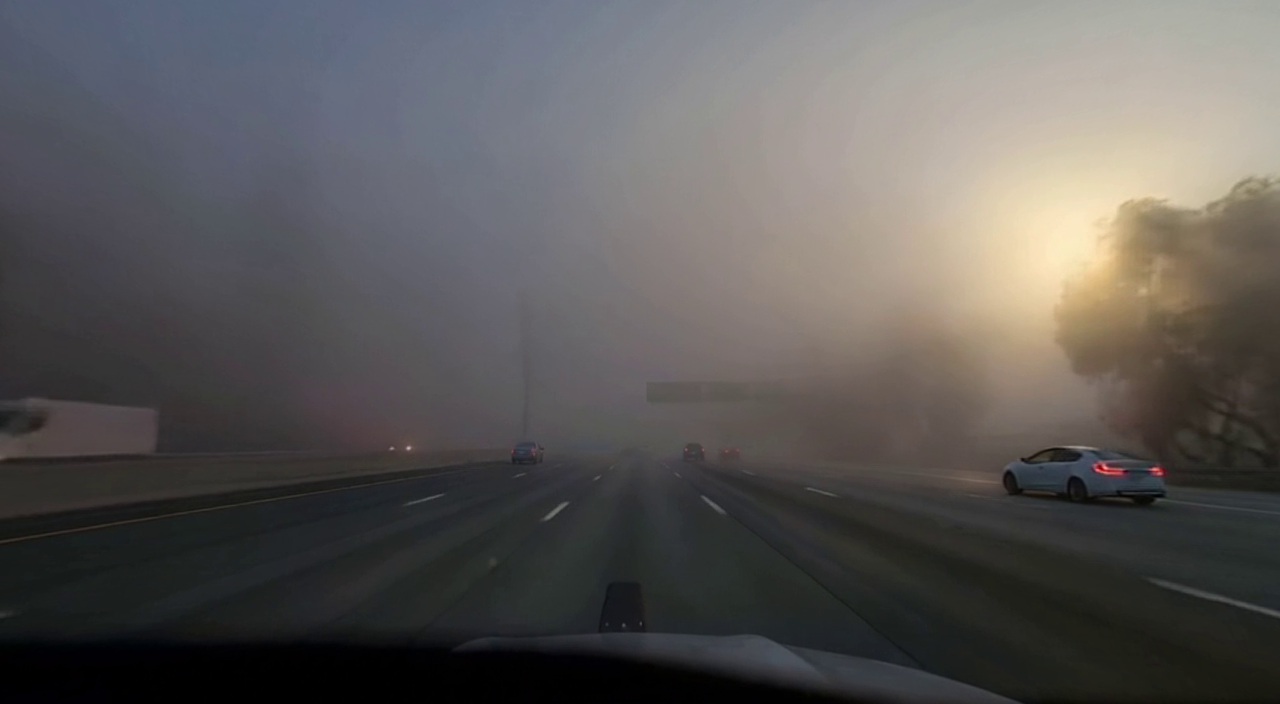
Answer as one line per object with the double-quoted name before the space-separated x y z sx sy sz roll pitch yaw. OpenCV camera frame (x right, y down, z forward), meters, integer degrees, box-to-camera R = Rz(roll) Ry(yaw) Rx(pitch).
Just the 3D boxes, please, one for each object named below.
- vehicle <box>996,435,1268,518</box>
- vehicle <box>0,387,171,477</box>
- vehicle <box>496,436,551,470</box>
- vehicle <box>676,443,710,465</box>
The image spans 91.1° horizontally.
"vehicle" 10.185 2.583 13.669 1.979 1.467 4.839 0 -9 0
"vehicle" -25.118 3.453 26.500 3.221 3.300 9.553 0 -9 0
"vehicle" -6.368 5.574 34.806 2.091 1.746 4.437 0 -9 1
"vehicle" 3.593 6.987 43.025 1.950 1.453 3.378 0 -9 -1
